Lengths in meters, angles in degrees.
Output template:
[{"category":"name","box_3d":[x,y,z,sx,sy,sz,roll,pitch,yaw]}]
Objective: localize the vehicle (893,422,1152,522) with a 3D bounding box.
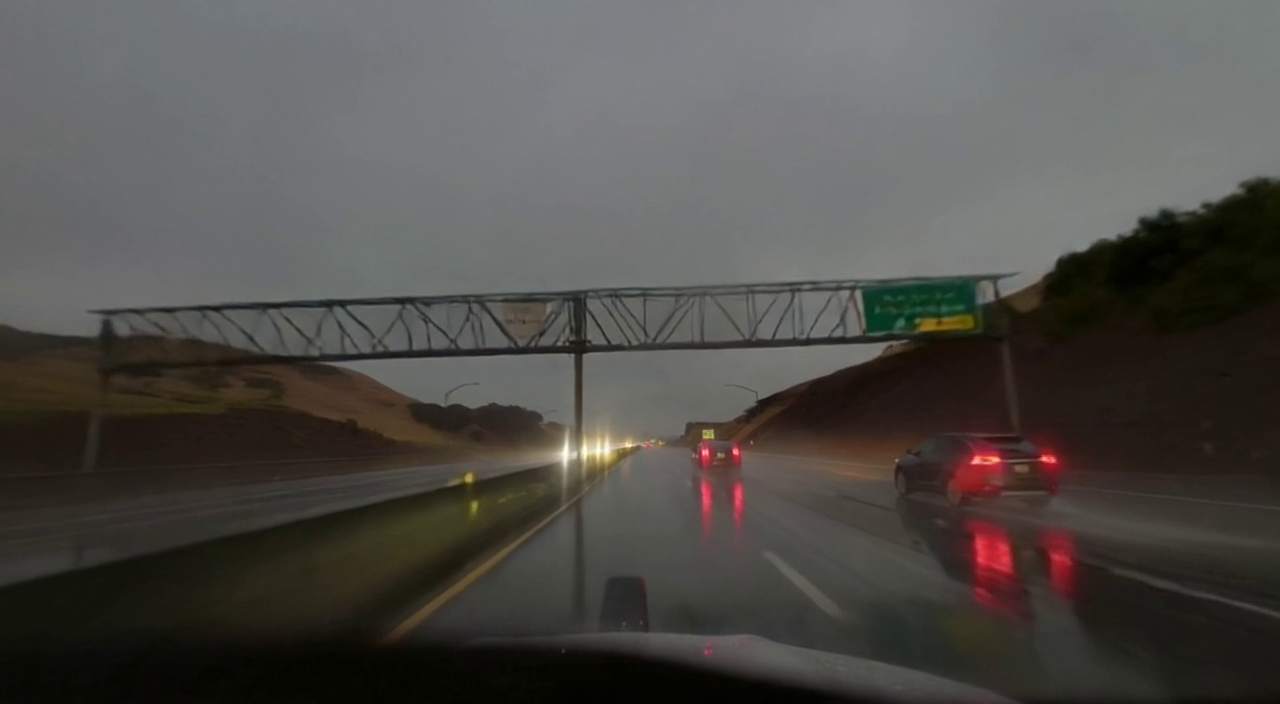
[{"category":"vehicle","box_3d":[6.900,2.203,12.215,1.988,1.530,4.777,0,-8,0]}]

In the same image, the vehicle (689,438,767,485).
[{"category":"vehicle","box_3d":[2.921,3.745,21.921,2.044,1.444,4.216,0,-8,-1]}]
